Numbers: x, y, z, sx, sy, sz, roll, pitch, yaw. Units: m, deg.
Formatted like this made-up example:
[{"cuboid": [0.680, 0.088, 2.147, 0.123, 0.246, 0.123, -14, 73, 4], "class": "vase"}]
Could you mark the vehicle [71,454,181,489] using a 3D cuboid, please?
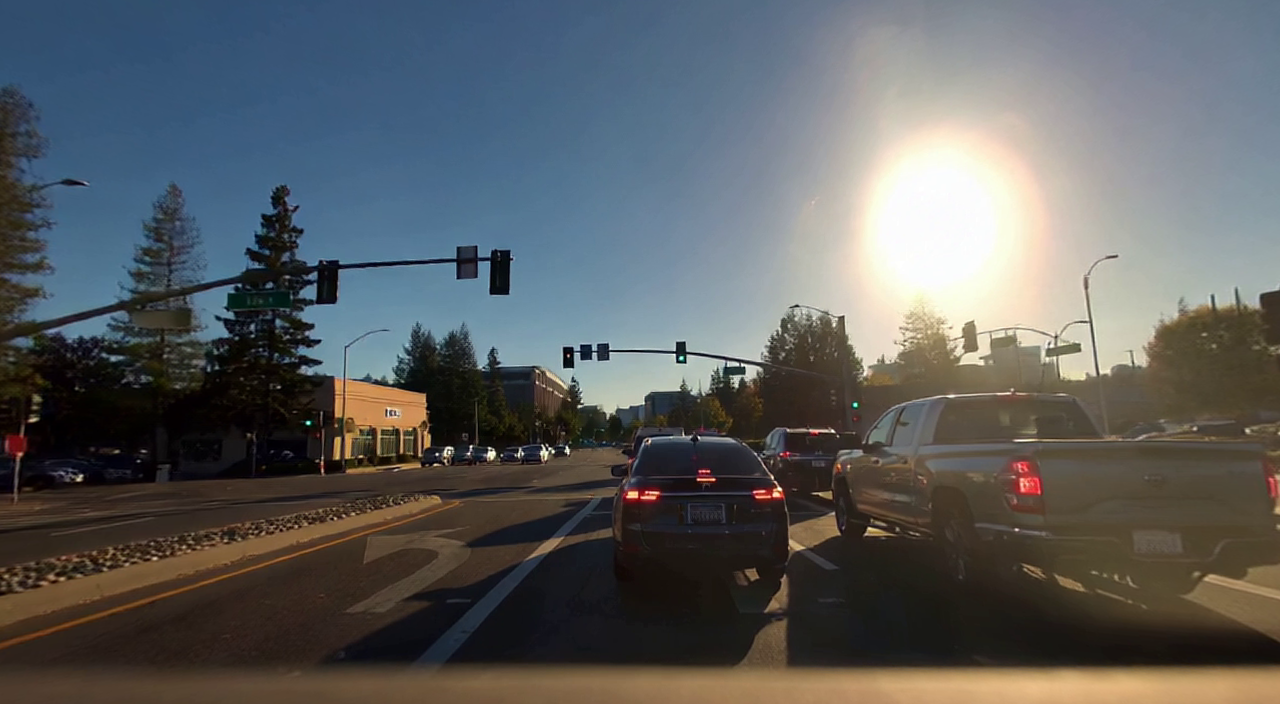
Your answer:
[{"cuboid": [-29.095, 6.744, 35.750, 4.789, 1.828, 2.025, -2, -9, 10], "class": "vehicle"}]

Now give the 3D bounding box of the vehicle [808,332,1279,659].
[{"cuboid": [3.793, 1.300, 6.834, 2.358, 2.116, 5.328, 0, -8, -1], "class": "vehicle"}]

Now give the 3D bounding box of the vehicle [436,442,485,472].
[{"cuboid": [-11.873, 6.957, 41.950, 1.991, 1.844, 4.393, 0, -8, -1], "class": "vehicle"}]

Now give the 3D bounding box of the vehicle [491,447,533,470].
[{"cuboid": [-8.491, 7.088, 42.244, 2.002, 1.469, 4.301, 0, -8, -1], "class": "vehicle"}]

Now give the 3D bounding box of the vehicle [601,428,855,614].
[{"cuboid": [0.620, 1.624, 6.978, 2.038, 1.447, 3.756, 0, -8, -3], "class": "vehicle"}]
